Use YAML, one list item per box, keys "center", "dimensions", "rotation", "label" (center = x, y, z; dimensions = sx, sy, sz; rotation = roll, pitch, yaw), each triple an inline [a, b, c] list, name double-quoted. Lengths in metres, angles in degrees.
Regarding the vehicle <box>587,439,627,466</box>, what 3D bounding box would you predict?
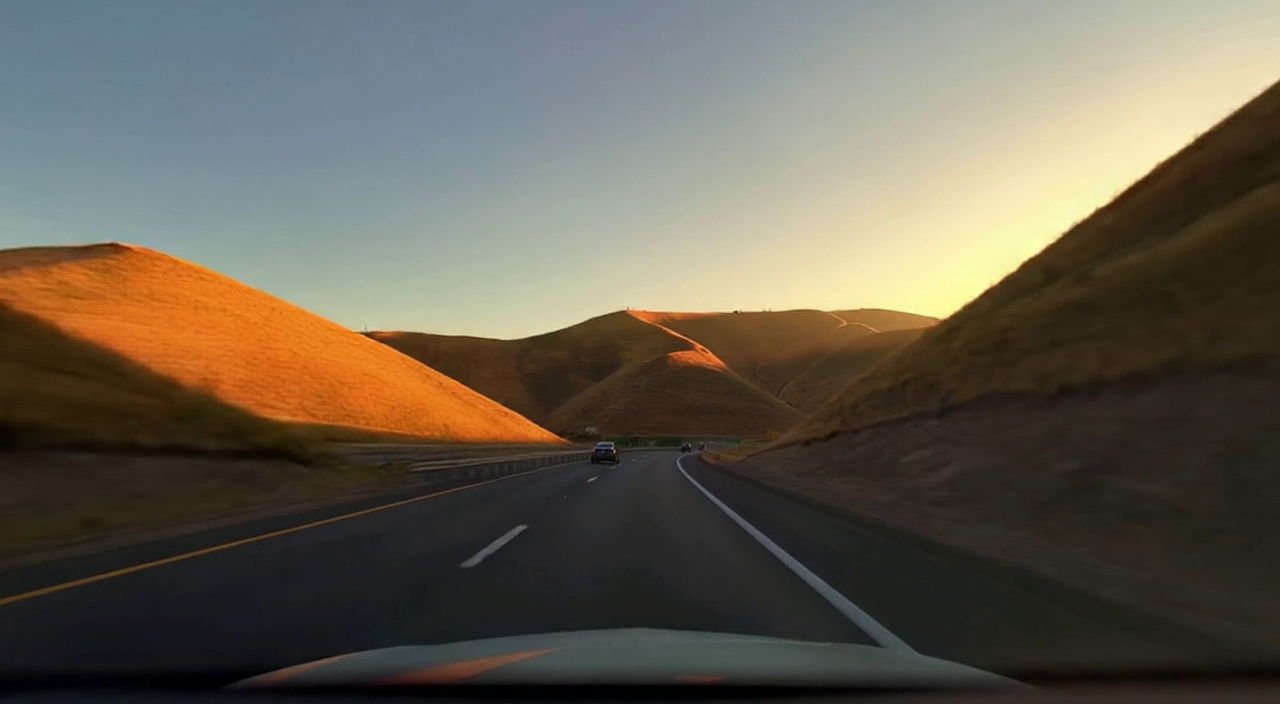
- center: [-2.177, 6.836, 43.210]
  dimensions: [2.252, 1.743, 4.560]
  rotation: [-1, -8, 3]
  label: "vehicle"
